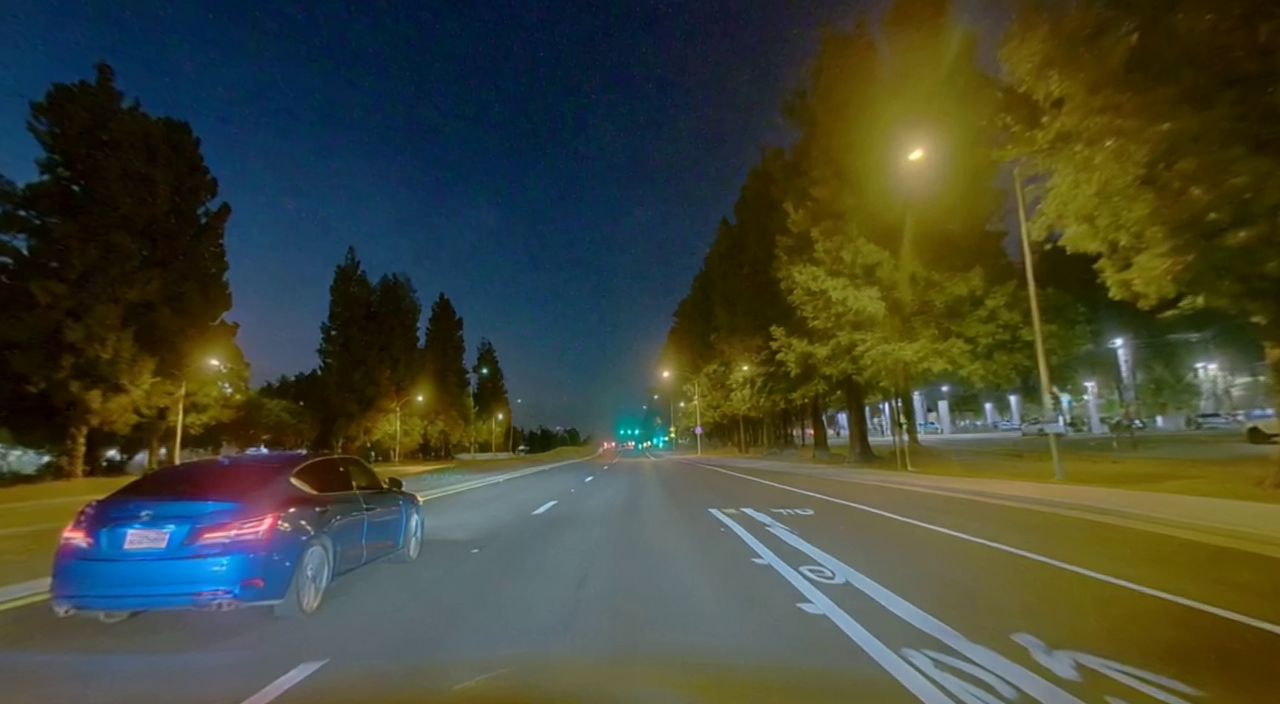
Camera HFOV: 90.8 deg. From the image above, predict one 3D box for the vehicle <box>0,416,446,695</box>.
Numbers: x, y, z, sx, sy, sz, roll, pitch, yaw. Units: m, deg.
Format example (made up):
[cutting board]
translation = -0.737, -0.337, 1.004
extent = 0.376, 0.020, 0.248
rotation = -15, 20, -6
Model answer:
[vehicle]
translation = -3.322, 1.386, 5.472
extent = 1.964, 1.472, 4.078
rotation = 0, -8, 0
